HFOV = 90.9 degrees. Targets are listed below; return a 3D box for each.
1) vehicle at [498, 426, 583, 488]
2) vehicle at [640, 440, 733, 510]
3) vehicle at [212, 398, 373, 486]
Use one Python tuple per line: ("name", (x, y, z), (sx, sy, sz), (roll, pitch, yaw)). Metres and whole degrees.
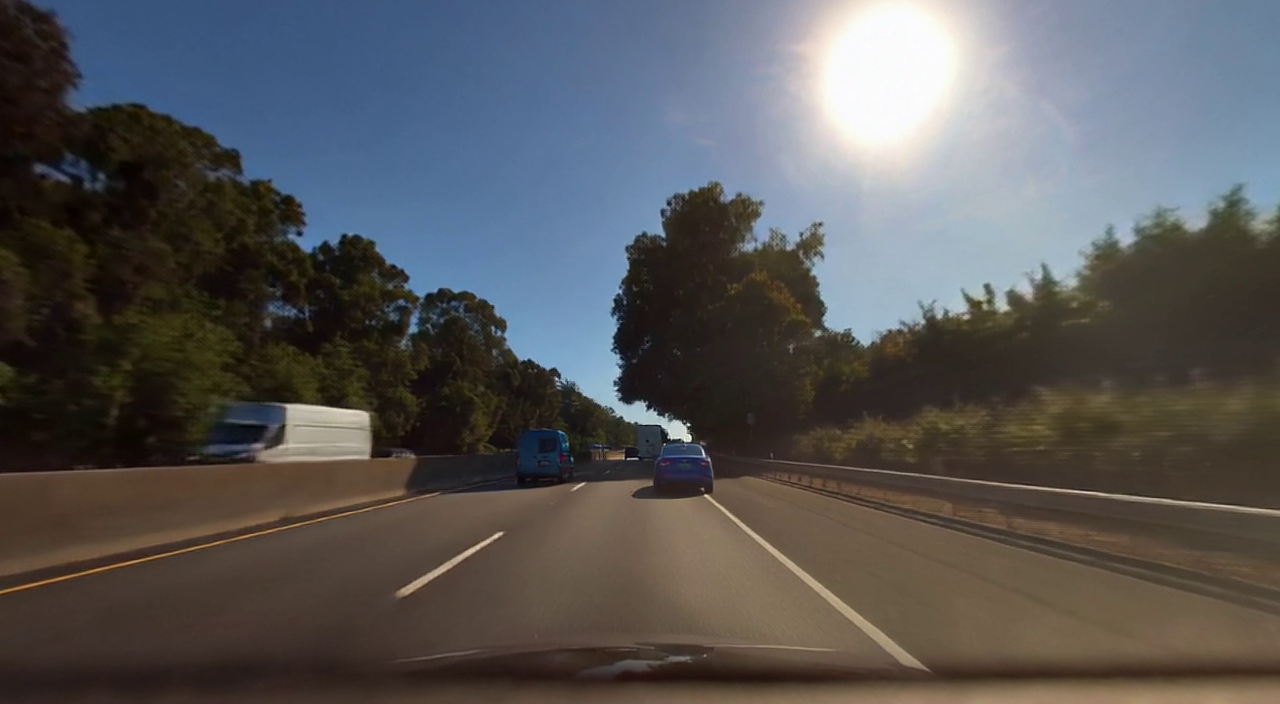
("vehicle", (-3.523, 3.874, 23.370), (2.217, 2.033, 4.975), (0, -9, 1))
("vehicle", (1.008, 2.952, 15.525), (2.012, 1.485, 3.649), (0, -9, 0))
("vehicle", (-16.864, 4.552, 31.601), (2.955, 3.771, 8.596), (0, -9, 1))
